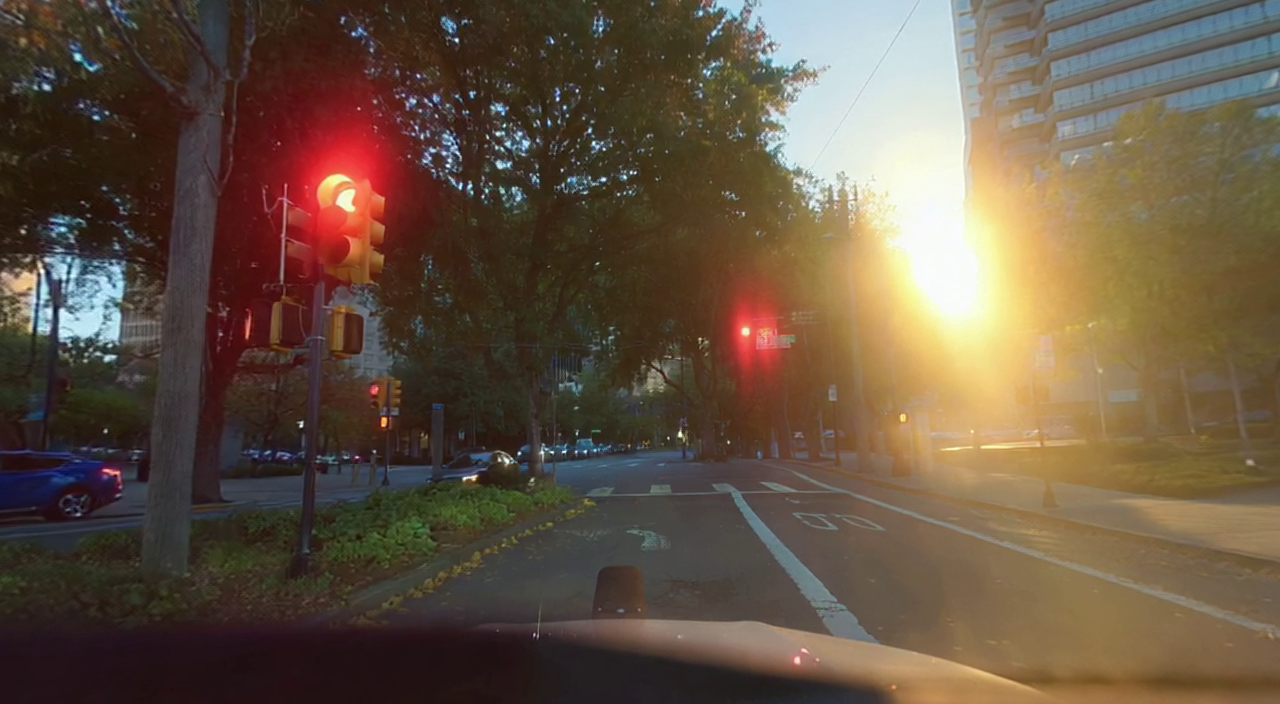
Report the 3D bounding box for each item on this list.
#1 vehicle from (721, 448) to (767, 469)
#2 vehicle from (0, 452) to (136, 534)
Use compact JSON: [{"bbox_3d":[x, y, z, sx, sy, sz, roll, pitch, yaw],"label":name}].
[{"bbox_3d":[7.878,8.119,48.412,1.829,1.440,4.384,2,-9,-14],"label":"vehicle"},{"bbox_3d":[-12.854,2.714,12.274,4.598,1.490,1.816,7,-11,-40],"label":"vehicle"}]
